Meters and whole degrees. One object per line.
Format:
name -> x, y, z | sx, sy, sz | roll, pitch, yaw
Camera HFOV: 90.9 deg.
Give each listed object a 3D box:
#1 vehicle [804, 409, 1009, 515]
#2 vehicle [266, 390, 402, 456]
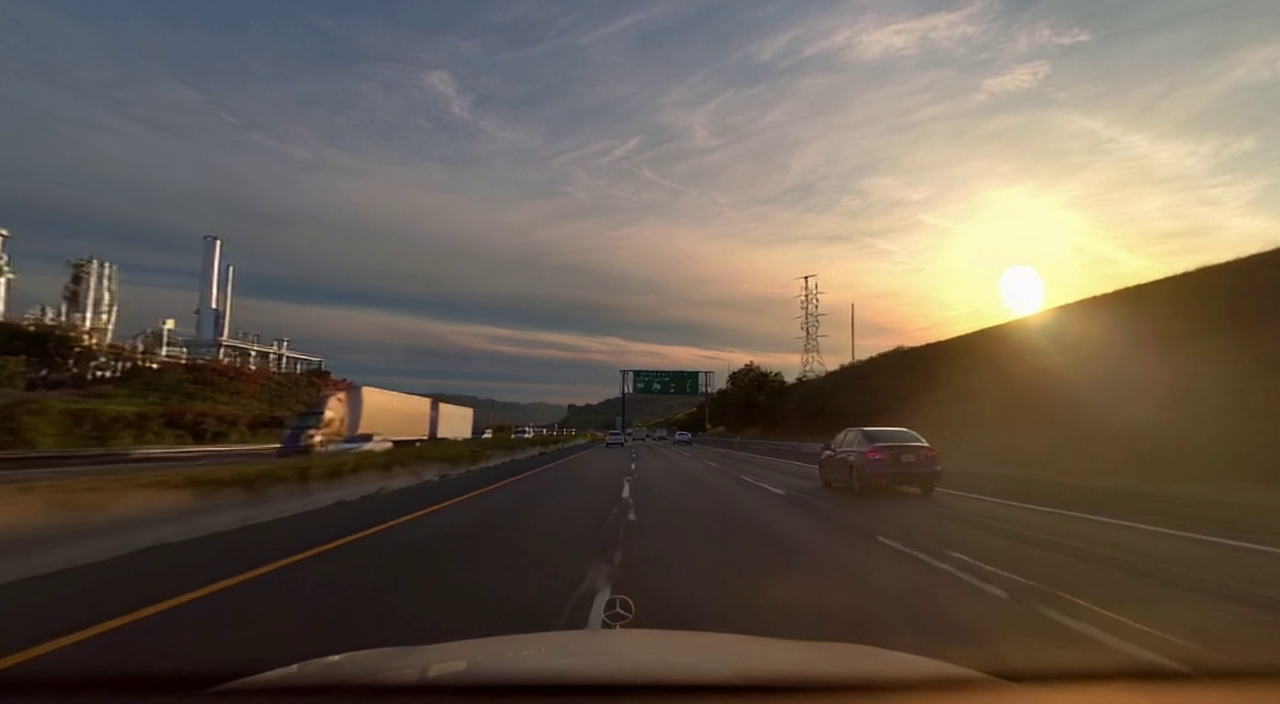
vehicle -> 4.741, 2.020, 12.062 | 2.022, 1.637, 4.229 | 0, -8, -1
vehicle -> -18.540, 4.552, 39.421 | 3.176, 3.534, 10.743 | 0, -8, -1
